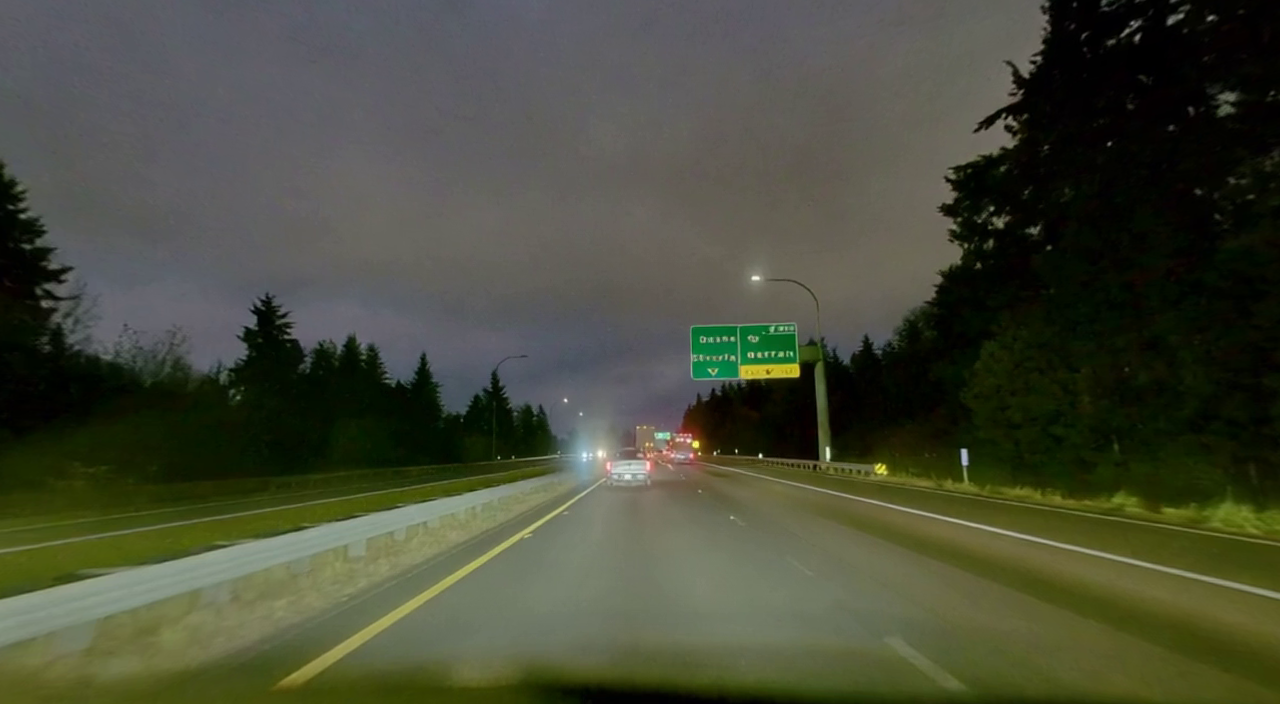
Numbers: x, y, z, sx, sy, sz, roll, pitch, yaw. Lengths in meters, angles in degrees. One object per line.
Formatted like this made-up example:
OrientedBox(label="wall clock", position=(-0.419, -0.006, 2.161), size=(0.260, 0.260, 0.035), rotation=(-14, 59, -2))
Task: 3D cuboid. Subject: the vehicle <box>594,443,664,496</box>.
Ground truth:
OrientedBox(label="vehicle", position=(-0.293, 3.657, 19.991), size=(2.003, 1.490, 3.636), rotation=(0, -9, 1))
